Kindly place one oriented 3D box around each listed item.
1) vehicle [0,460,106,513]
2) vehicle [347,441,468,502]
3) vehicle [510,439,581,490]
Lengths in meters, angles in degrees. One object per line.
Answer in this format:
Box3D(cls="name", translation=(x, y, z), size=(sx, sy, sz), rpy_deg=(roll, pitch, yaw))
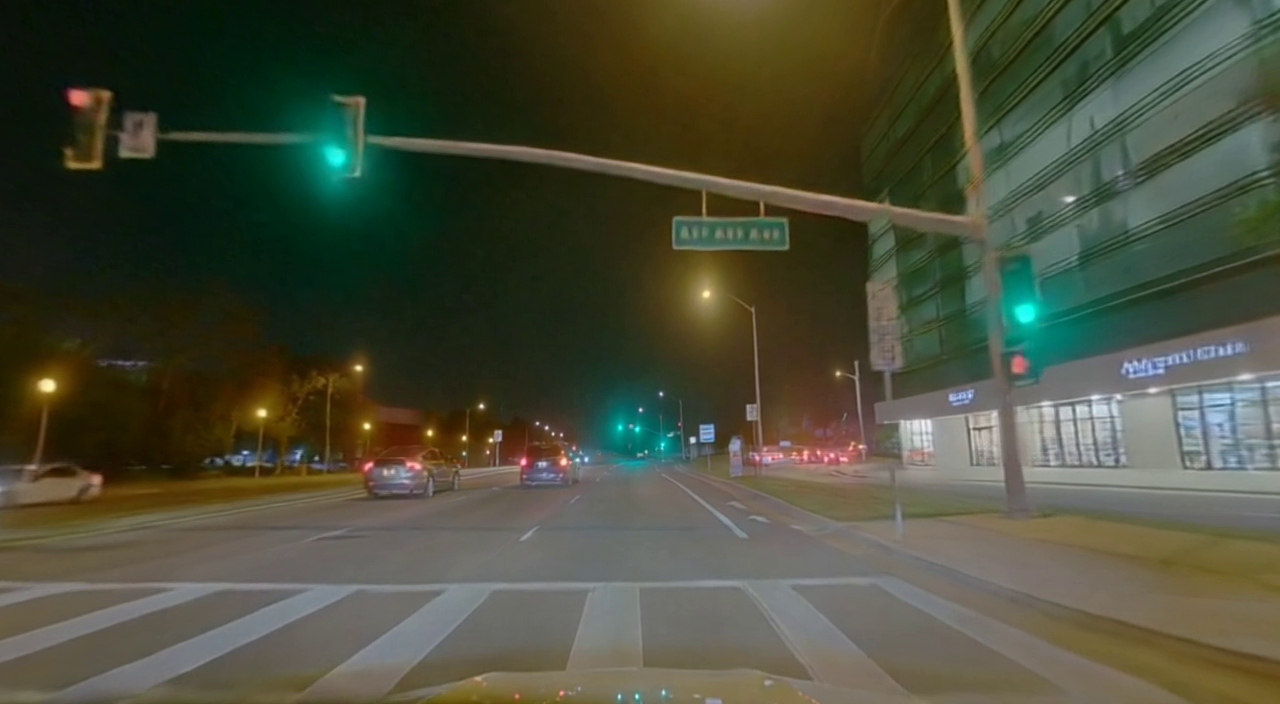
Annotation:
Box3D(cls="vehicle", translation=(-20.830, 4.414, 20.912), size=(2.050, 1.519, 4.736), rpy_deg=(0, -8, 2))
Box3D(cls="vehicle", translation=(-6.895, 3.559, 19.343), size=(1.909, 1.605, 4.561), rpy_deg=(0, -8, 1))
Box3D(cls="vehicle", translation=(-3.430, 4.164, 23.706), size=(2.052, 1.729, 4.195), rpy_deg=(0, -8, 0))
